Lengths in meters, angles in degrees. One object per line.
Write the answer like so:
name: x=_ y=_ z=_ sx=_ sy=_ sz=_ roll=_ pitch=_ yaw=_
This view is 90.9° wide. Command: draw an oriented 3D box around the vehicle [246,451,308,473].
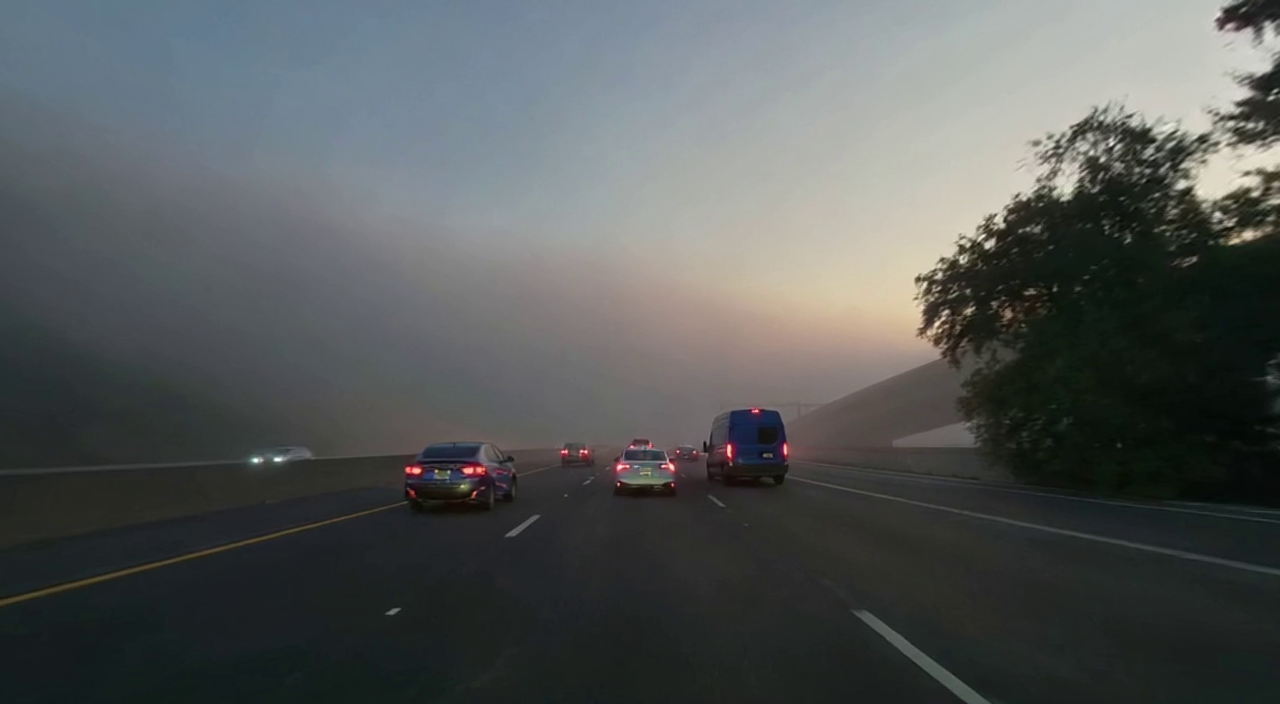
vehicle: x=-26.470 y=8.025 z=46.154 sx=1.874 sy=1.448 sz=4.436 roll=0 pitch=-9 yaw=1

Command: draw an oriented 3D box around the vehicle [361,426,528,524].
vehicle: x=-3.858 y=2.507 z=13.397 sx=2.078 sy=1.706 sz=4.298 roll=0 pitch=-8 yaw=1

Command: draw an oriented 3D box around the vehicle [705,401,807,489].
vehicle: x=3.991 y=3.410 z=23.245 sx=2.436 sy=2.745 sz=6.607 roll=0 pitch=-8 yaw=-1

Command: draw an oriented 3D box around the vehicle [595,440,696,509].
vehicle: x=0.092 y=2.961 z=15.702 sx=2.174 sy=1.467 sz=4.005 roll=0 pitch=-8 yaw=-1

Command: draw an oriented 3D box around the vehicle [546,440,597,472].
vehicle: x=-3.781 y=5.865 z=35.671 sx=2.258 sy=1.655 sz=4.397 roll=0 pitch=-8 yaw=1
